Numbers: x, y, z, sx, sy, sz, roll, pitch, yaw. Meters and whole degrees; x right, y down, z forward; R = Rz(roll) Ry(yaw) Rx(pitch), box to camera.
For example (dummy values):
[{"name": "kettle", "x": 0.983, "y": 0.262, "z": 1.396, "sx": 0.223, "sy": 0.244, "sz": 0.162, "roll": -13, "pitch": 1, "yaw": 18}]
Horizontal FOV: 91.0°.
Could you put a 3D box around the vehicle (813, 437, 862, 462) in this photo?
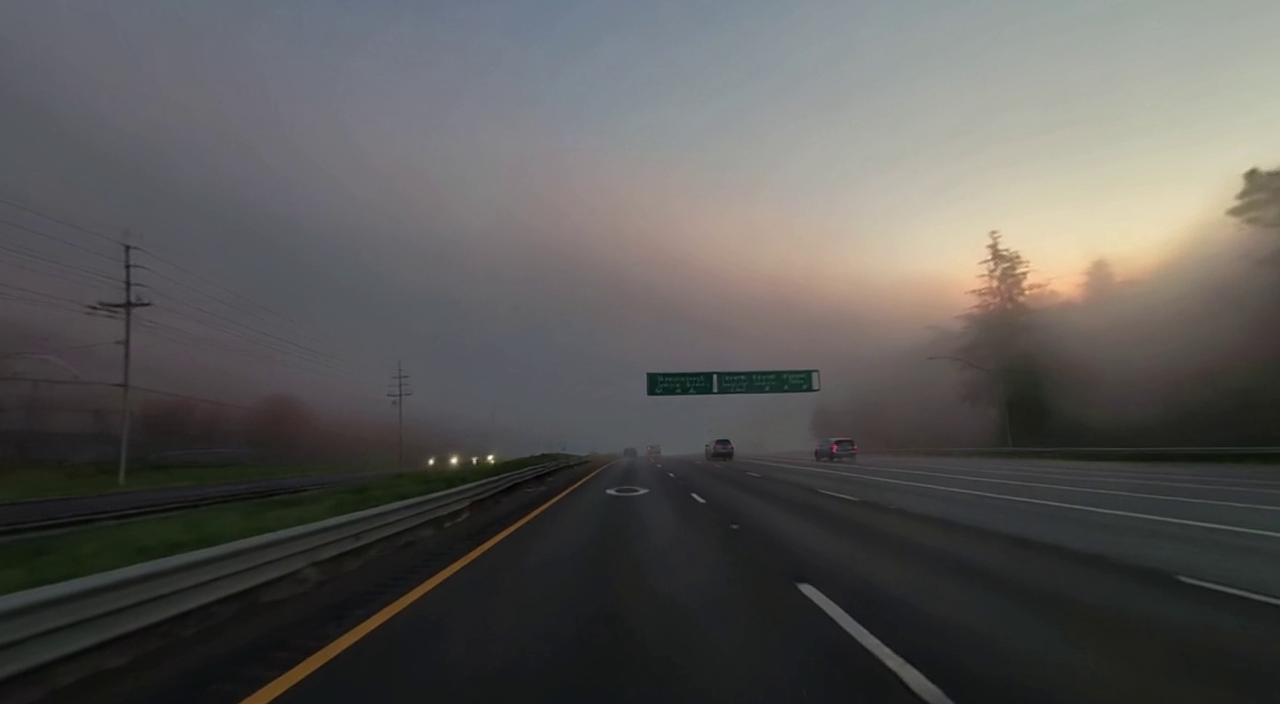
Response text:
[{"name": "vehicle", "x": 14.385, "y": 7.138, "z": 46.197, "sx": 2.079, "sy": 1.688, "sz": 4.544, "roll": 0, "pitch": -8, "yaw": 0}]
